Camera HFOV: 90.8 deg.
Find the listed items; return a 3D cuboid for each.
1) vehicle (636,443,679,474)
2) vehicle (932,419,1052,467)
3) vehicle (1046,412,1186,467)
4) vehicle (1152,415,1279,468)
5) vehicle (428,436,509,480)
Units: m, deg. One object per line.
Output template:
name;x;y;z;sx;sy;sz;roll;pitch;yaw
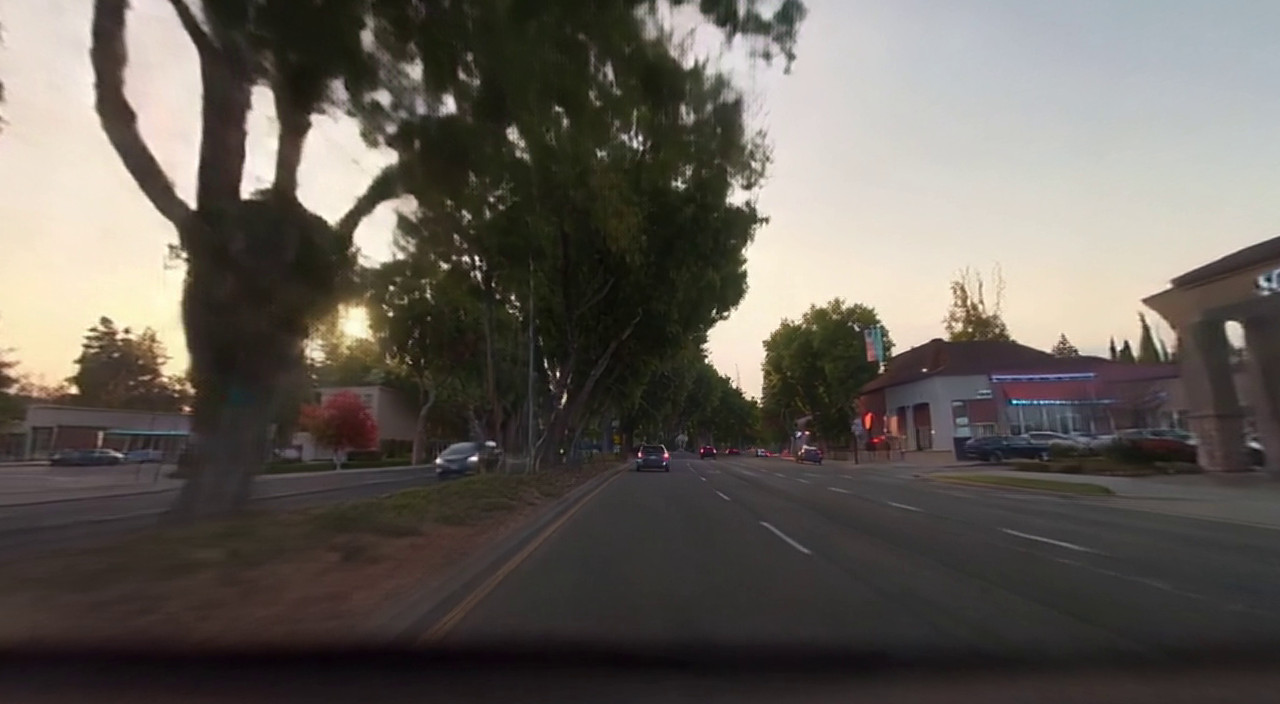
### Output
vehicle;0.913;5.456;32.539;2.095;1.456;3.873;0;-8;2
vehicle;21.273;5.521;38.313;5.953;2.747;2.389;1;-8;-8
vehicle;29.117;5.393;38.803;6.569;3.235;2.798;1;-9;-8
vehicle;37.174;5.700;40.368;6.680;3.180;2.793;1;-8;-8
vehicle;-7.348;4.598;27.601;2.102;1.735;4.491;-1;-8;3
